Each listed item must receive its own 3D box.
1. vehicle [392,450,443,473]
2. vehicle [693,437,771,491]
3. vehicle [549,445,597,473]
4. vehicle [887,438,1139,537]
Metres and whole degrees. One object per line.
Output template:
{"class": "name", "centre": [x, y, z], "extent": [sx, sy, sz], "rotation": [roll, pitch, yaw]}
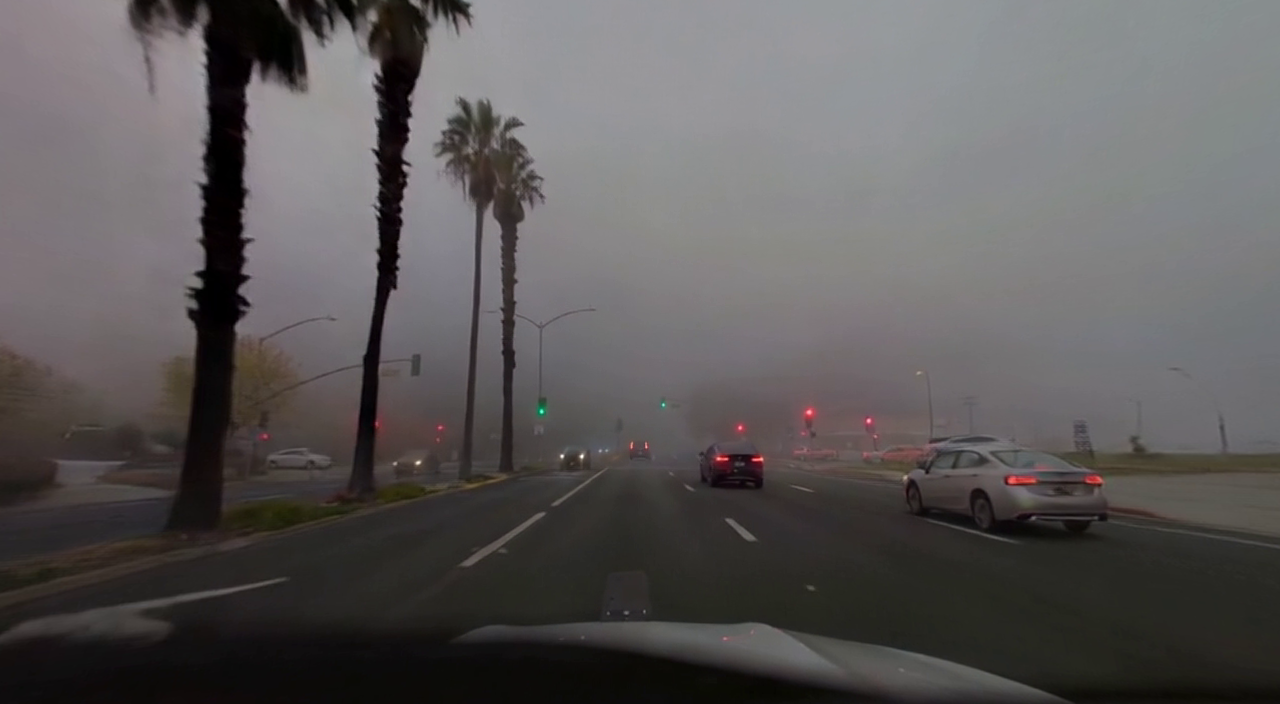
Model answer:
{"class": "vehicle", "centre": [-15.534, 7.640, 44.221], "extent": [1.902, 1.466, 4.463], "rotation": [0, -9, 0]}
{"class": "vehicle", "centre": [3.002, 3.755, 21.533], "extent": [2.009, 1.639, 4.267], "rotation": [0, -9, 0]}
{"class": "vehicle", "centre": [-3.644, 5.890, 34.963], "extent": [2.037, 1.472, 4.152], "rotation": [0, -9, 3]}
{"class": "vehicle", "centre": [6.513, 2.386, 11.802], "extent": [1.890, 1.471, 4.566], "rotation": [0, -9, 0]}
